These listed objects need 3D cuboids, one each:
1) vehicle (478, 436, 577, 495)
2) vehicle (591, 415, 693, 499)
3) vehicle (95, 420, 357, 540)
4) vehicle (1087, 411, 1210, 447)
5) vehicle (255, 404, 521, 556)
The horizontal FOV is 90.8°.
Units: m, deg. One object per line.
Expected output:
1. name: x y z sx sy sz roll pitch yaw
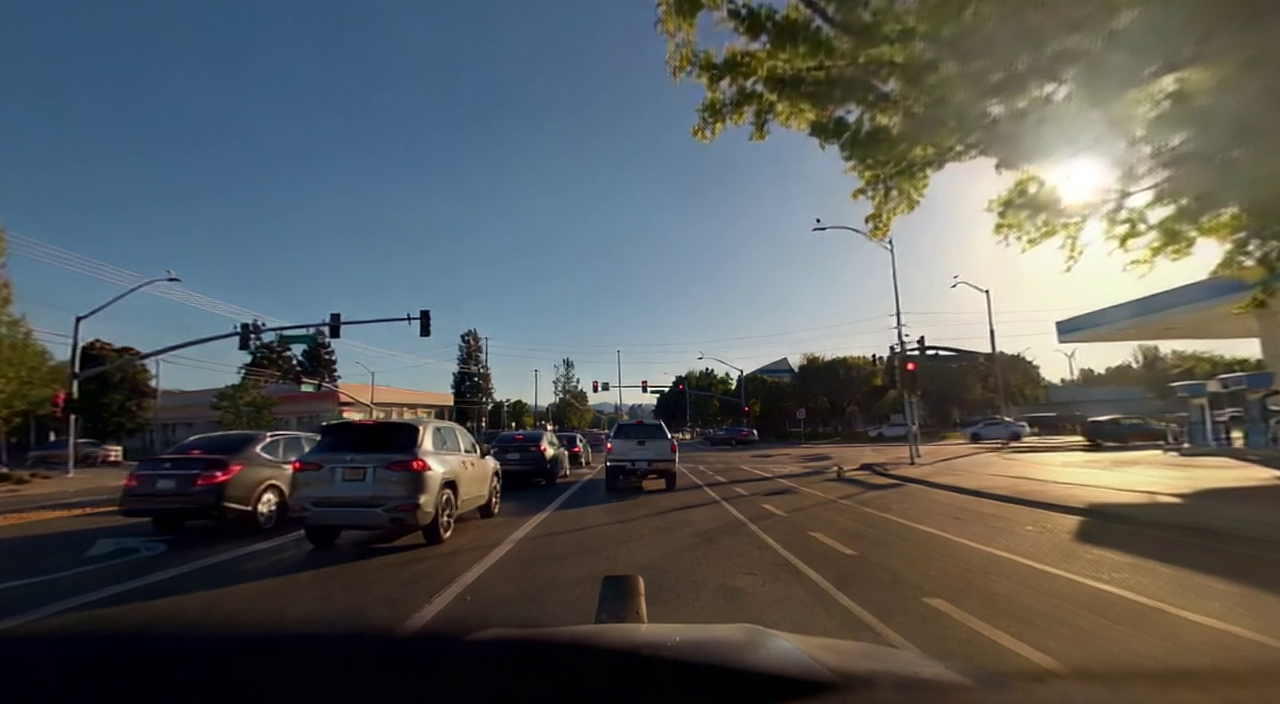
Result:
1. vehicle: -2.971 3.092 17.589 1.881 1.424 4.098 0 -8 2
2. vehicle: 0.053 2.654 16.314 2.224 1.819 5.005 0 -8 0
3. vehicle: -6.417 2.000 10.408 1.790 1.605 3.696 0 -9 0
4. vehicle: 32.010 4.875 39.901 5.782 1.950 2.225 -2 -7 -1
5. vehicle: -3.279 1.773 9.379 2.096 1.718 4.266 0 -8 1
